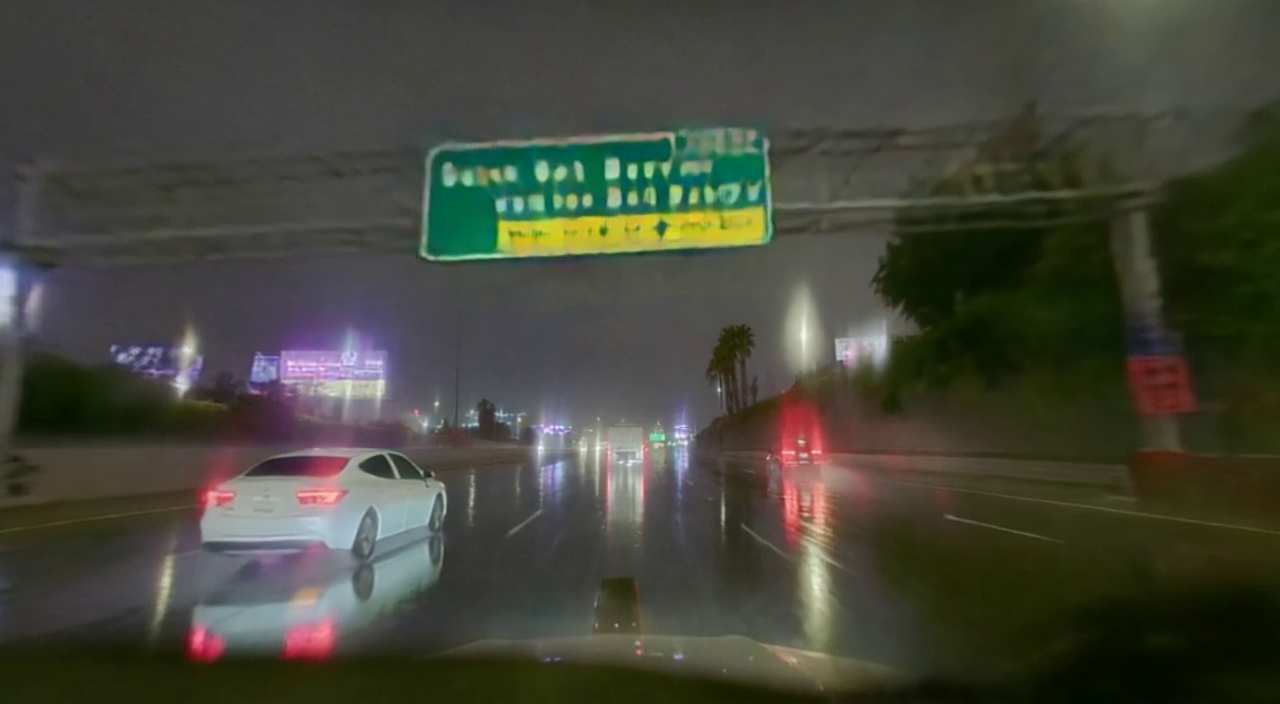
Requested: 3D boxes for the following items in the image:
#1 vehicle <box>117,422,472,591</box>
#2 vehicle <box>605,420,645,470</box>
[{"bbox_3d":[-3.963,1.844,8.545,2.021,1.598,4.887,0,-8,0],"label":"vehicle"},{"bbox_3d":[-0.980,5.964,40.466,2.364,2.953,6.495,0,-8,-2],"label":"vehicle"}]
